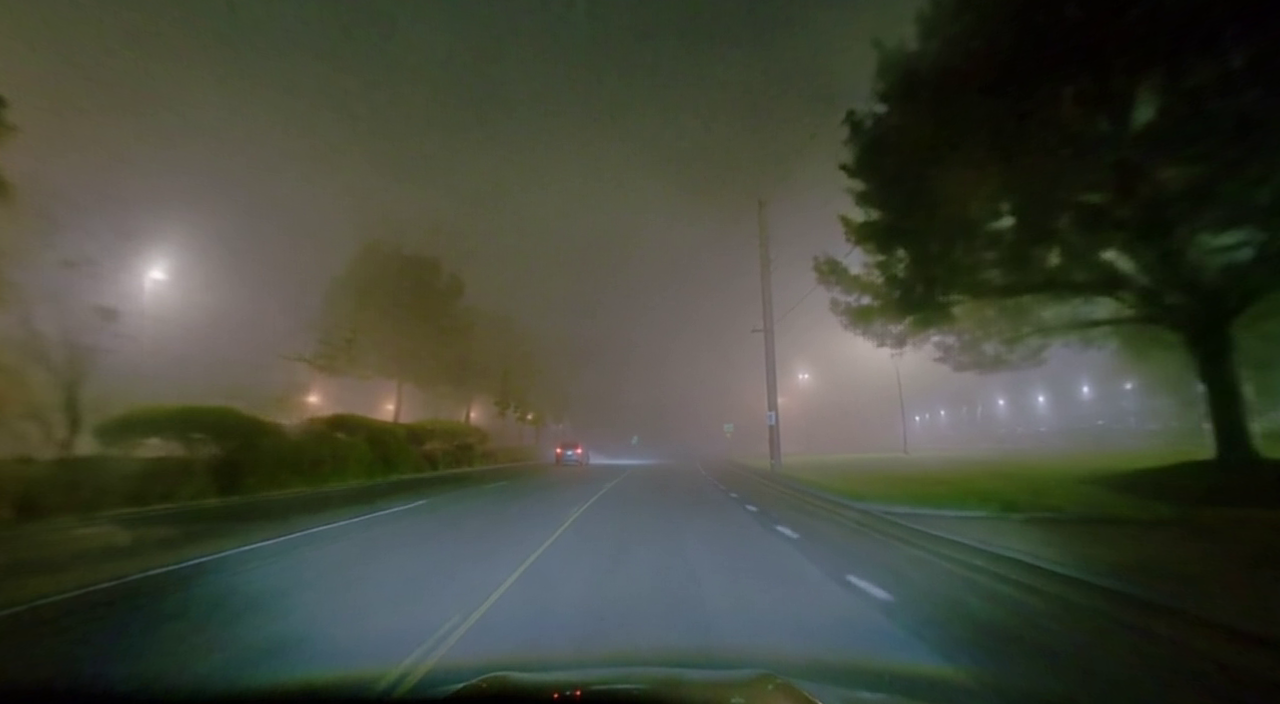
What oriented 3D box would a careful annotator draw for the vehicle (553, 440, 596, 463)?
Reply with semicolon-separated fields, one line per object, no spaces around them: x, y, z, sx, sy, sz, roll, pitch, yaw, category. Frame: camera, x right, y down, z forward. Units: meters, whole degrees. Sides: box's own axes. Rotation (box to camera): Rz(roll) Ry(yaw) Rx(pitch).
-4.327;6.659;42.463;1.945;1.461;4.605;-1;-8;6;vehicle
